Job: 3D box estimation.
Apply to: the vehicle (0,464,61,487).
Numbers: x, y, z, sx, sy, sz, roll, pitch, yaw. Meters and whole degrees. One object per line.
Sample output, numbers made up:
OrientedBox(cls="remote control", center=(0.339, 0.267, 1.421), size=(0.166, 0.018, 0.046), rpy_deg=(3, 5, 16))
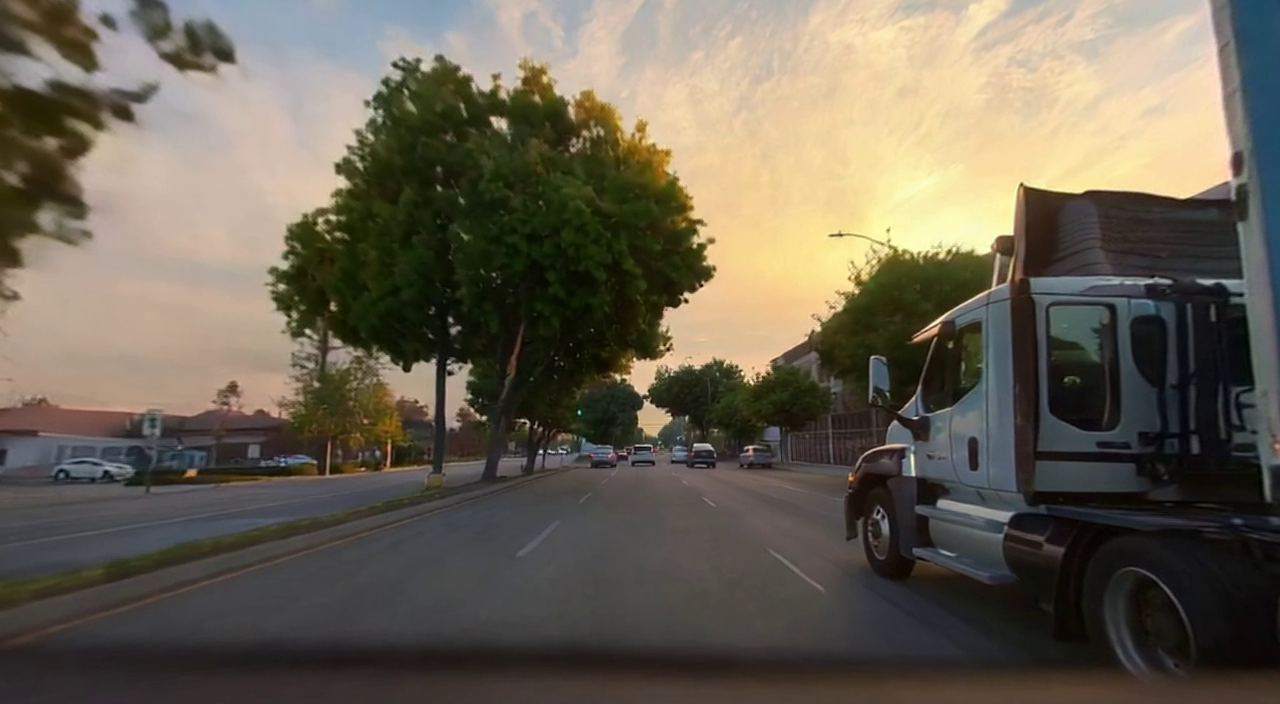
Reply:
OrientedBox(cls="vehicle", center=(-42.832, 8.494, 43.526), size=(1.897, 1.429, 3.741), rpy_deg=(-1, -8, 3))

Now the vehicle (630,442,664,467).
OrientedBox(cls="vehicle", center=(0.506, 7.231, 44.597), size=(2.276, 1.704, 3.925), rpy_deg=(0, -8, 1))

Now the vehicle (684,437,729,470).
OrientedBox(cls="vehicle", center=(4.017, 6.230, 38.804), size=(2.196, 1.908, 4.412), rpy_deg=(0, -8, -1))

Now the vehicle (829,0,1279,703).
OrientedBox(cls="vehicle", center=(3.580, -0.207, 2.889), size=(3.006, 3.679, 8.506), rpy_deg=(-1, -8, 2))

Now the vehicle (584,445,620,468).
OrientedBox(cls="vehicle", center=(-2.652, 7.478, 45.408), size=(2.211, 1.537, 4.666), rpy_deg=(0, -8, 1))

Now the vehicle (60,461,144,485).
OrientedBox(cls="vehicle", center=(-37.656, 8.446, 44.312), size=(1.886, 1.437, 4.572), rpy_deg=(0, -8, 0))
